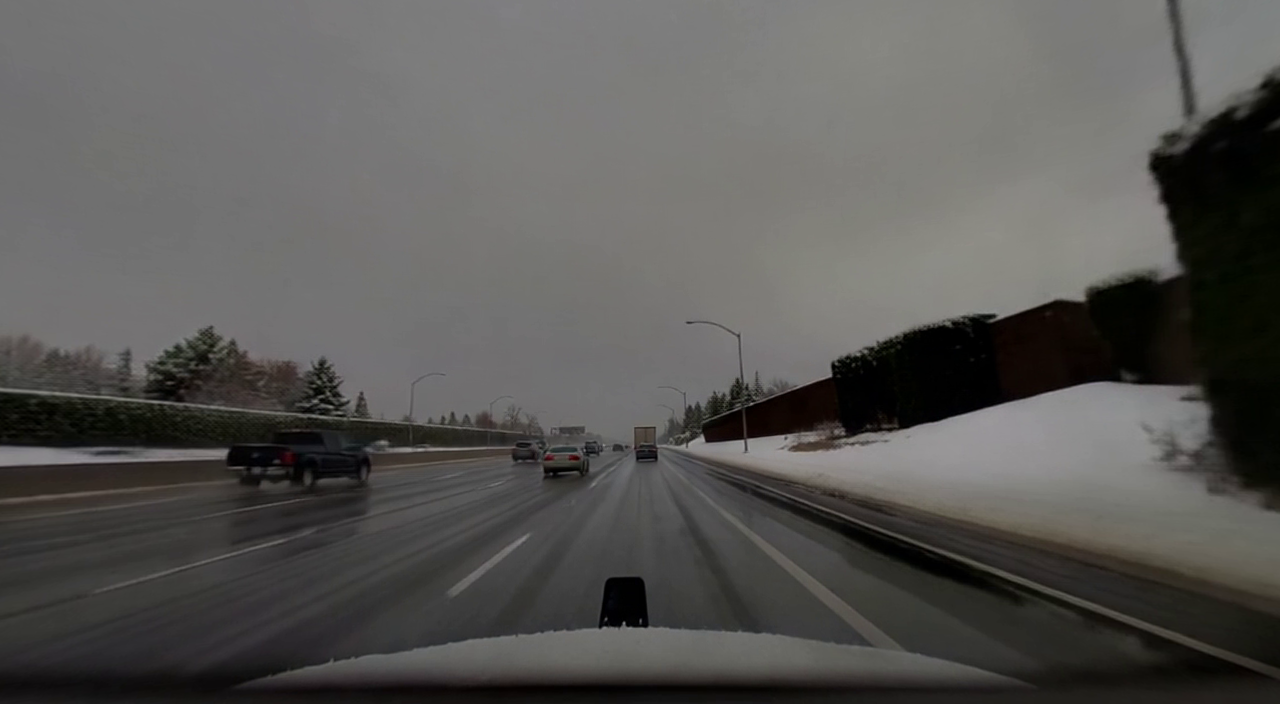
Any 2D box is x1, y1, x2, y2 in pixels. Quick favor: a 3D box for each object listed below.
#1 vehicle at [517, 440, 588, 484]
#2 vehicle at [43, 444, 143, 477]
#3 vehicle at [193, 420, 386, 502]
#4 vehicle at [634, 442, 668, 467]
[{"bbox_3d":[-3.210,4.125,23.948,2.056,1.480,4.022,0,-9,1],"label":"vehicle"},{"bbox_3d":[-25.467,5.056,29.513,1.534,1.418,3.461,-1,-9,1],"label":"vehicle"},{"bbox_3d":[-9.940,3.154,18.724,2.339,2.018,5.790,0,-8,1],"label":"vehicle"},{"bbox_3d":[0.642,6.563,40.670,2.073,1.480,4.343,0,-9,0],"label":"vehicle"}]
